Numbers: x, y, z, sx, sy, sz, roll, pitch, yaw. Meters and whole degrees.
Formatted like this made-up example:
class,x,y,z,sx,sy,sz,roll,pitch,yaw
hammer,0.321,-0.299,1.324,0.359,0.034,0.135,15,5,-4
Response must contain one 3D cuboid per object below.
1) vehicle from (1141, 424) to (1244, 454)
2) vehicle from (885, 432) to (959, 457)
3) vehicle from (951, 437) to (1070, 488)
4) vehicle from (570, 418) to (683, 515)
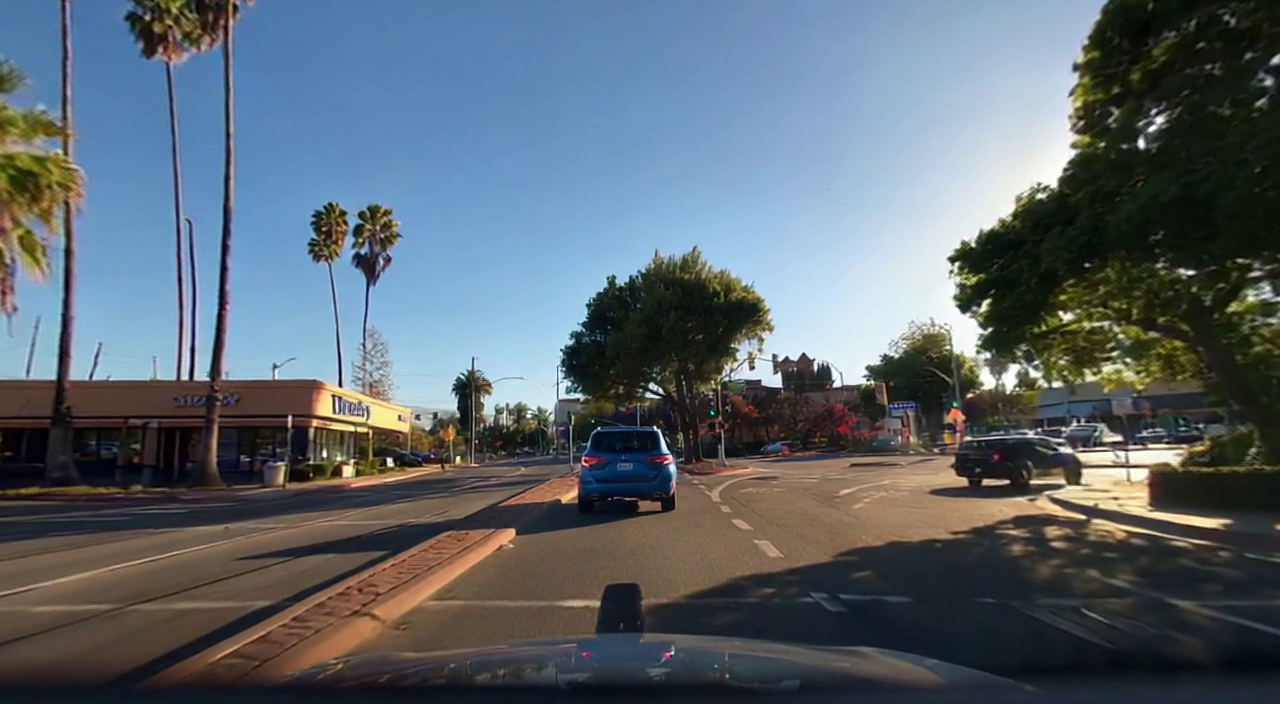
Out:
class,x,y,z,sx,sy,sz,roll,pitch,yaw
vehicle,32.387,5.143,37.202,4.167,1.655,1.841,-6,-10,32
vehicle,21.647,7.128,48.610,4.852,1.847,1.983,-6,-10,33
vehicle,12.918,3.781,21.949,4.542,1.560,2.086,7,-11,-40
vehicle,-0.211,2.665,15.127,2.263,1.932,4.709,-1,-9,2
